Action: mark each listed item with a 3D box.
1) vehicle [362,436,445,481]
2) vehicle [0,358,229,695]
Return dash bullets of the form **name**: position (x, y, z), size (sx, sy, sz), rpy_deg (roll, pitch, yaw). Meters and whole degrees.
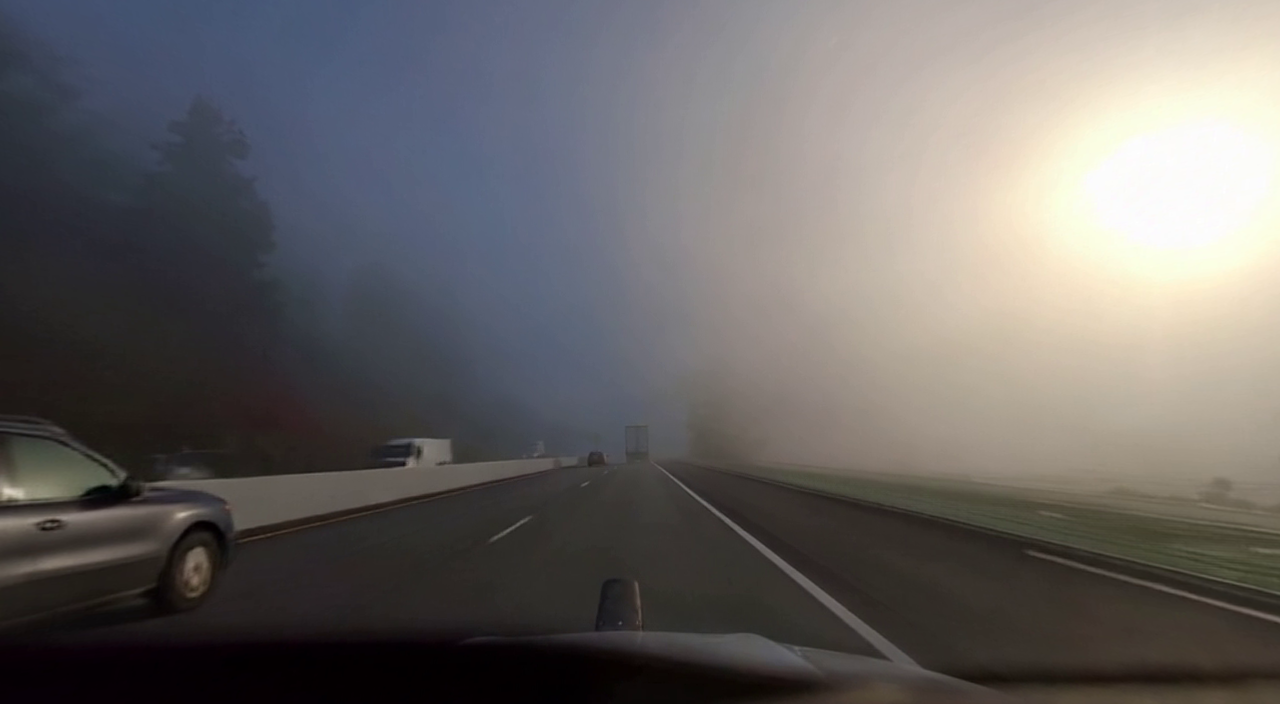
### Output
- **vehicle**: position (-12.928, 5.860, 34.978), size (2.243, 2.273, 5.891), rpy_deg (0, -9, 1)
- **vehicle**: position (-4.596, 0.888, 2.999), size (2.079, 1.845, 4.654), rpy_deg (0, -9, 0)
